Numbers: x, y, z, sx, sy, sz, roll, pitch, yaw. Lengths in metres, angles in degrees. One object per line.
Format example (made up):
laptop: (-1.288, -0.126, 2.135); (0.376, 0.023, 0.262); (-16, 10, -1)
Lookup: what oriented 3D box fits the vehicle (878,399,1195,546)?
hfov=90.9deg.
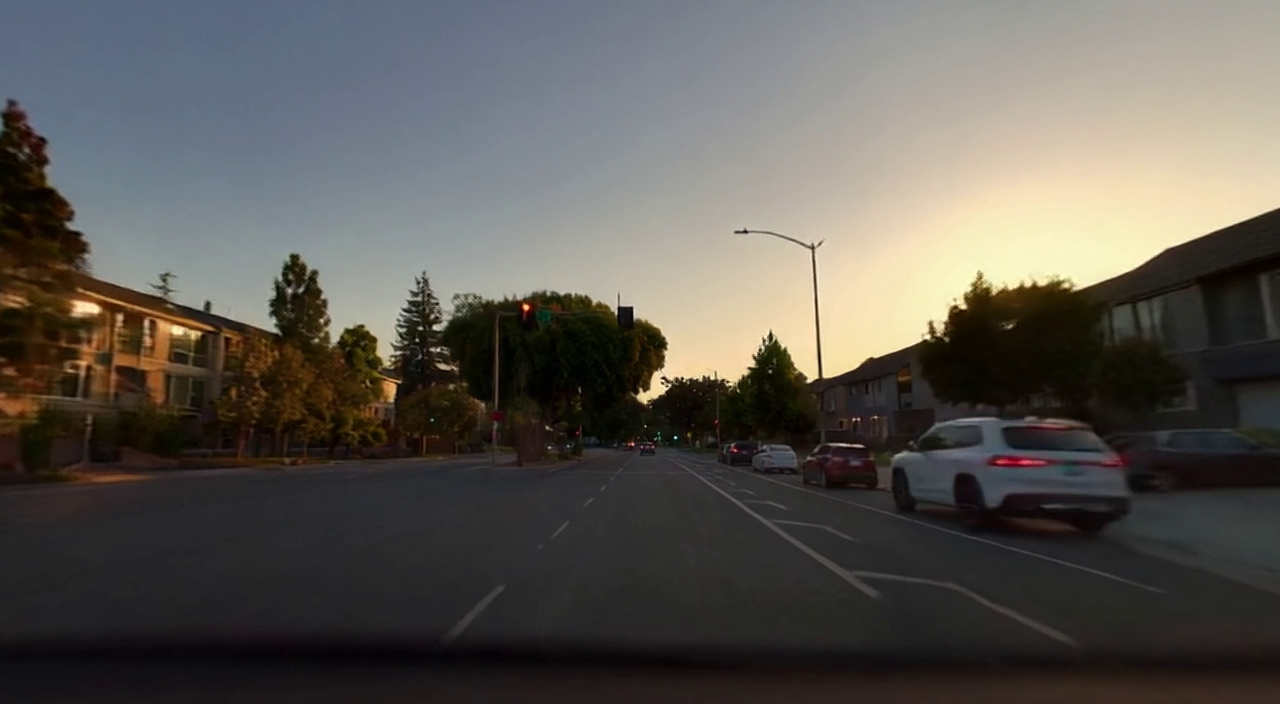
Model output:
vehicle: (6.220, 1.967, 10.940); (2.293, 1.942, 5.004); (0, -8, 1)

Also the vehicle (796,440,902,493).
vehicle: (6.366, 3.513, 19.768); (1.936, 1.456, 4.445); (0, -8, 2)

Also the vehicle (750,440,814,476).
vehicle: (6.473, 4.866, 29.197); (1.976, 1.498, 4.390); (0, -8, 1)
